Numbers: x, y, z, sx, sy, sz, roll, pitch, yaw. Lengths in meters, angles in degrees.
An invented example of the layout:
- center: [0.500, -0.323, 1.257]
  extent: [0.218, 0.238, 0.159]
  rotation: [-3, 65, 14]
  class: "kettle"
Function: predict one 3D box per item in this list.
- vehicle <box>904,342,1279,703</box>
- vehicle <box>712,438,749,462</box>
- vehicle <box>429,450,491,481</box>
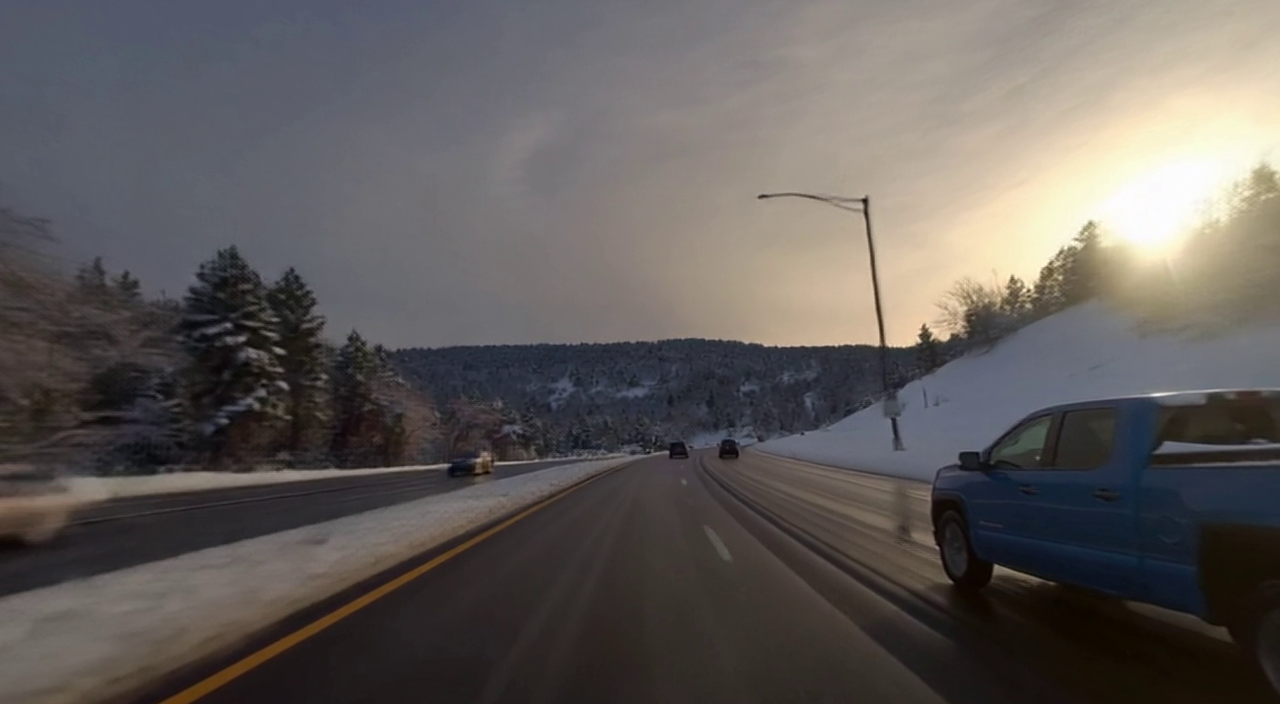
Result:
- center: [3.746, 1.021, 3.884]
  extent: [2.151, 1.744, 4.709]
  rotation: [0, -9, 0]
  class: "vehicle"
- center: [6.477, 7.096, 45.704]
  extent: [2.249, 1.635, 4.118]
  rotation: [-1, -9, 3]
  class: "vehicle"
- center: [-9.919, 6.288, 35.227]
  extent: [1.934, 1.602, 4.199]
  rotation: [-1, -9, 4]
  class: "vehicle"
